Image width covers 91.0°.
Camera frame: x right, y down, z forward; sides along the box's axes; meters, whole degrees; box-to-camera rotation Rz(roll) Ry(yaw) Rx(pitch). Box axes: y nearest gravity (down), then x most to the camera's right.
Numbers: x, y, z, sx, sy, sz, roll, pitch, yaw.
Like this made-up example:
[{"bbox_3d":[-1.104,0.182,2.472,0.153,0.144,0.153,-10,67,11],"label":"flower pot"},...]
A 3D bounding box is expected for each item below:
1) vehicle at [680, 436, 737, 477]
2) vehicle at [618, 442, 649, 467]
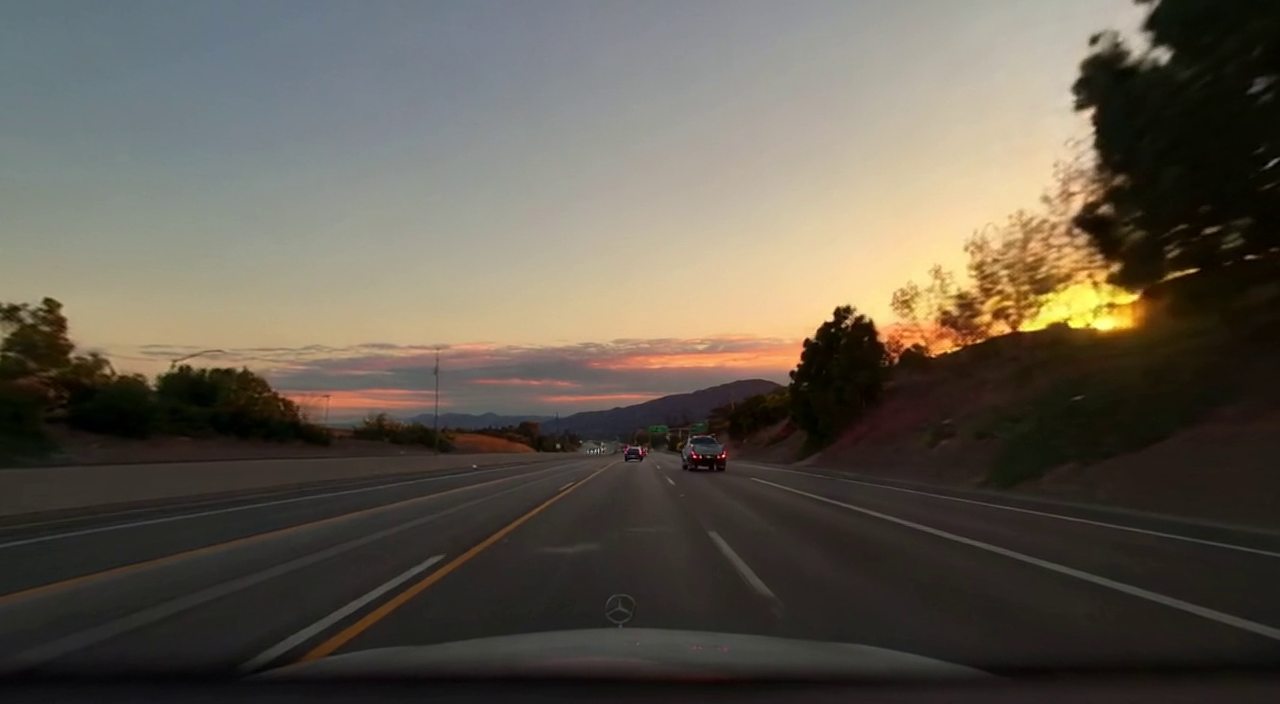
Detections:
[{"bbox_3d":[3.267,5.102,30.936,2.269,1.839,4.554,0,-9,-1],"label":"vehicle"},{"bbox_3d":[-0.432,7.453,45.919,2.142,1.664,4.076,0,-9,1],"label":"vehicle"}]
